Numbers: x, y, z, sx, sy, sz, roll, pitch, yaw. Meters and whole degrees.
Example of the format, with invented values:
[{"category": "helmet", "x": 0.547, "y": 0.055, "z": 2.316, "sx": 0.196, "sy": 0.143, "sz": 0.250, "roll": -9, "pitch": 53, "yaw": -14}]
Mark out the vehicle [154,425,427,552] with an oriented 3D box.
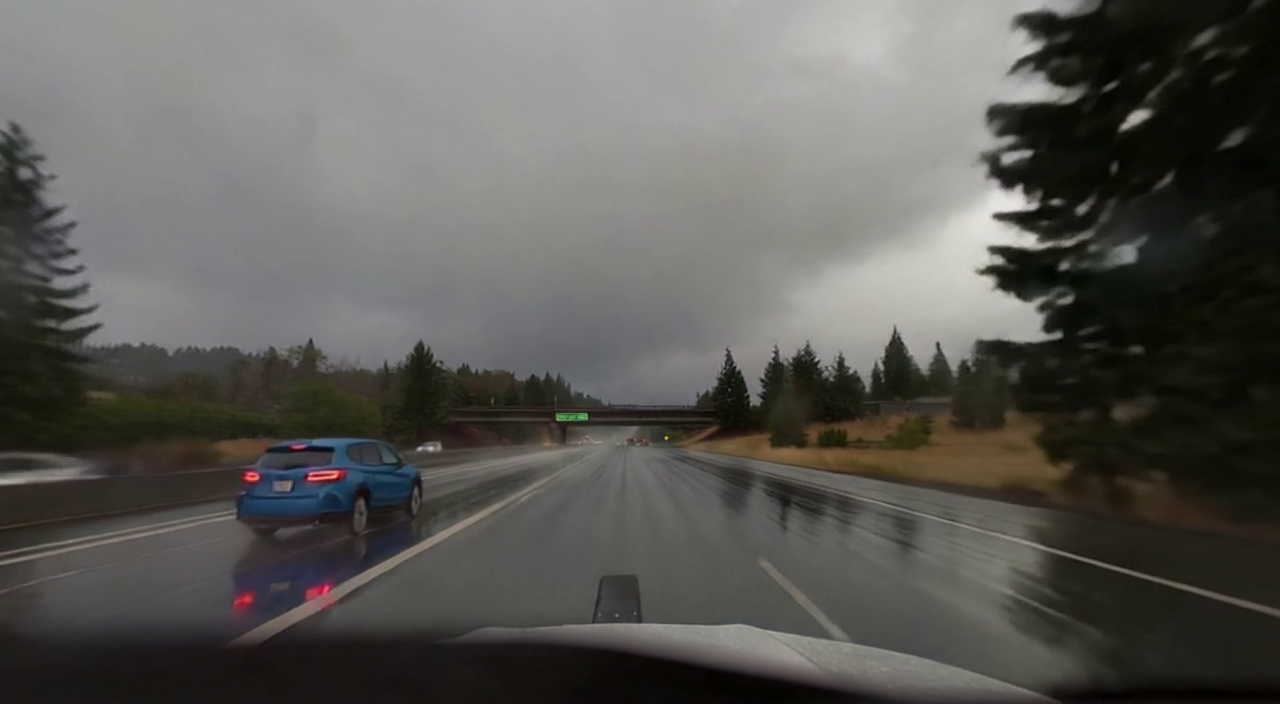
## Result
[{"category": "vehicle", "x": -4.838, "y": 1.892, "z": 9.497, "sx": 1.965, "sy": 1.513, "sz": 3.774, "roll": 0, "pitch": -8, "yaw": -1}]
